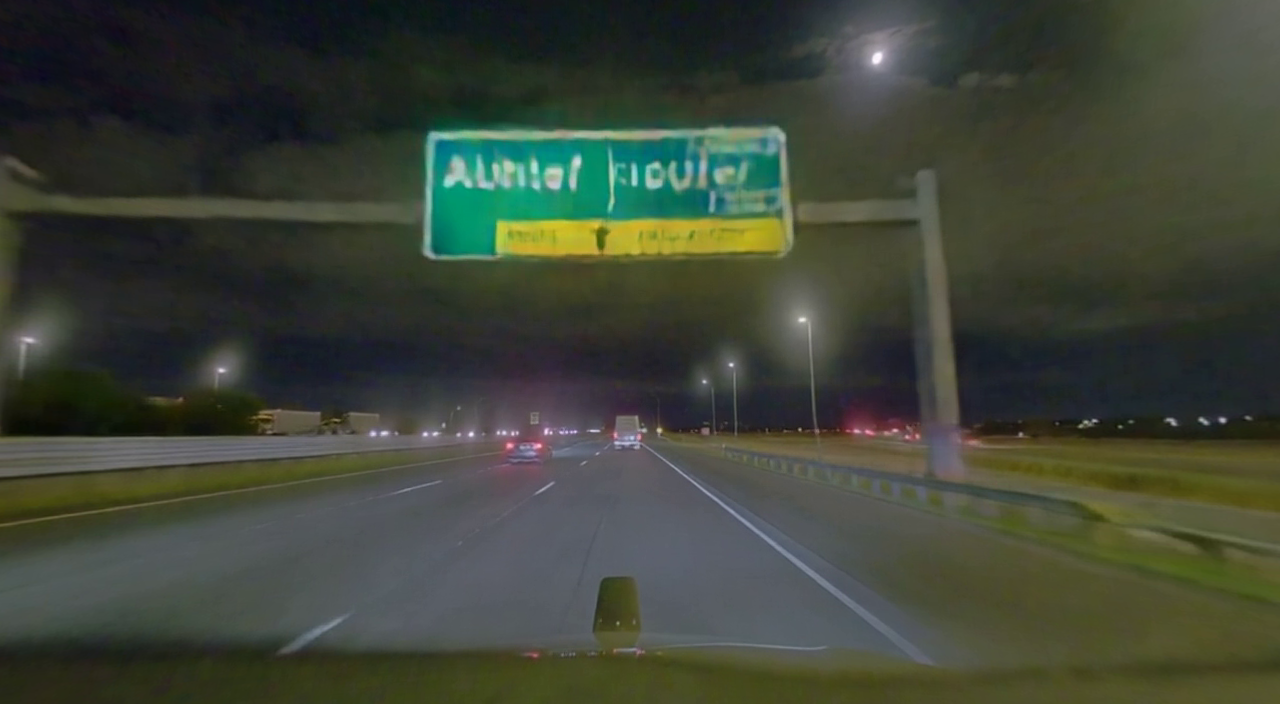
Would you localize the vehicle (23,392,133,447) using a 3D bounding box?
[{"bbox_3d":[-41.691,5.100,46.906,3.085,3.843,5.439,1,-7,-2],"label":"vehicle"}]

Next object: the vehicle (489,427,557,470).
[{"bbox_3d":[-4.504,3.748,24.760,1.932,1.544,3.864,0,-8,0],"label":"vehicle"}]

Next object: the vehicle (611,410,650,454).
[{"bbox_3d":[-0.681,5.344,41.929,2.418,2.704,6.445,0,-8,-2],"label":"vehicle"}]
